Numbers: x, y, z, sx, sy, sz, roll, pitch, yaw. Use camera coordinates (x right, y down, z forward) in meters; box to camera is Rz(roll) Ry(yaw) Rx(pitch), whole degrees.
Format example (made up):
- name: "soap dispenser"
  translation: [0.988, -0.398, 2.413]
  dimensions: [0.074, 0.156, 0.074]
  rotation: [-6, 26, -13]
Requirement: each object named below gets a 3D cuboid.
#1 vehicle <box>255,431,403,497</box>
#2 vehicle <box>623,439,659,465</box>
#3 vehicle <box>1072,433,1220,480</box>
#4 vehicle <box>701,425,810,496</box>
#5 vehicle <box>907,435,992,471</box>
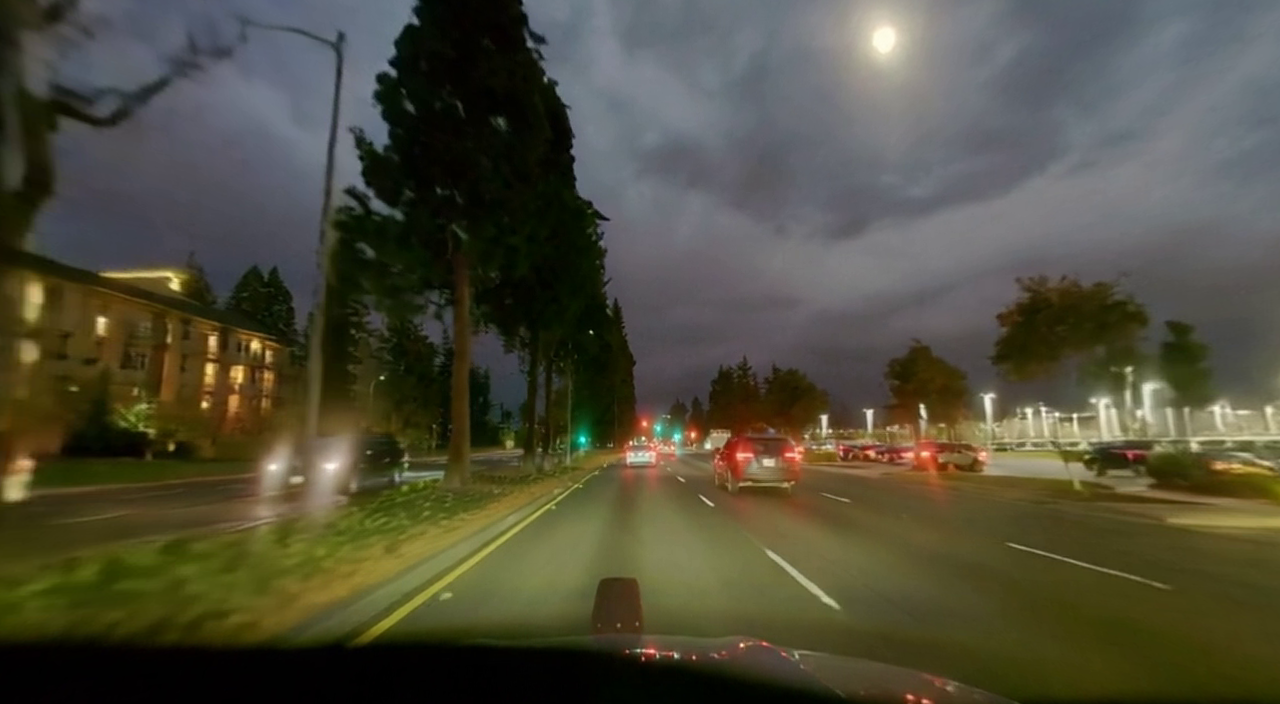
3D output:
- name: "vehicle"
  translation: [-9.160, 3.344, 19.205]
  dimensions: [2.093, 1.728, 4.735]
  rotation: [0, -9, 0]
- name: "vehicle"
  translation: [0.013, 6.362, 40.252]
  dimensions: [2.145, 1.572, 4.021]
  rotation: [0, -9, -1]
- name: "vehicle"
  translation: [19.284, 4.010, 24.409]
  dimensions: [1.936, 1.659, 4.365]
  rotation: [0, -9, -3]
- name: "vehicle"
  translation: [3.222, 3.178, 18.813]
  dimensions: [2.235, 1.806, 4.818]
  rotation: [0, -9, -1]
- name: "vehicle"
  translation: [15.923, 5.234, 32.813]
  dimensions: [1.812, 1.687, 4.579]
  rotation: [0, -9, -3]
